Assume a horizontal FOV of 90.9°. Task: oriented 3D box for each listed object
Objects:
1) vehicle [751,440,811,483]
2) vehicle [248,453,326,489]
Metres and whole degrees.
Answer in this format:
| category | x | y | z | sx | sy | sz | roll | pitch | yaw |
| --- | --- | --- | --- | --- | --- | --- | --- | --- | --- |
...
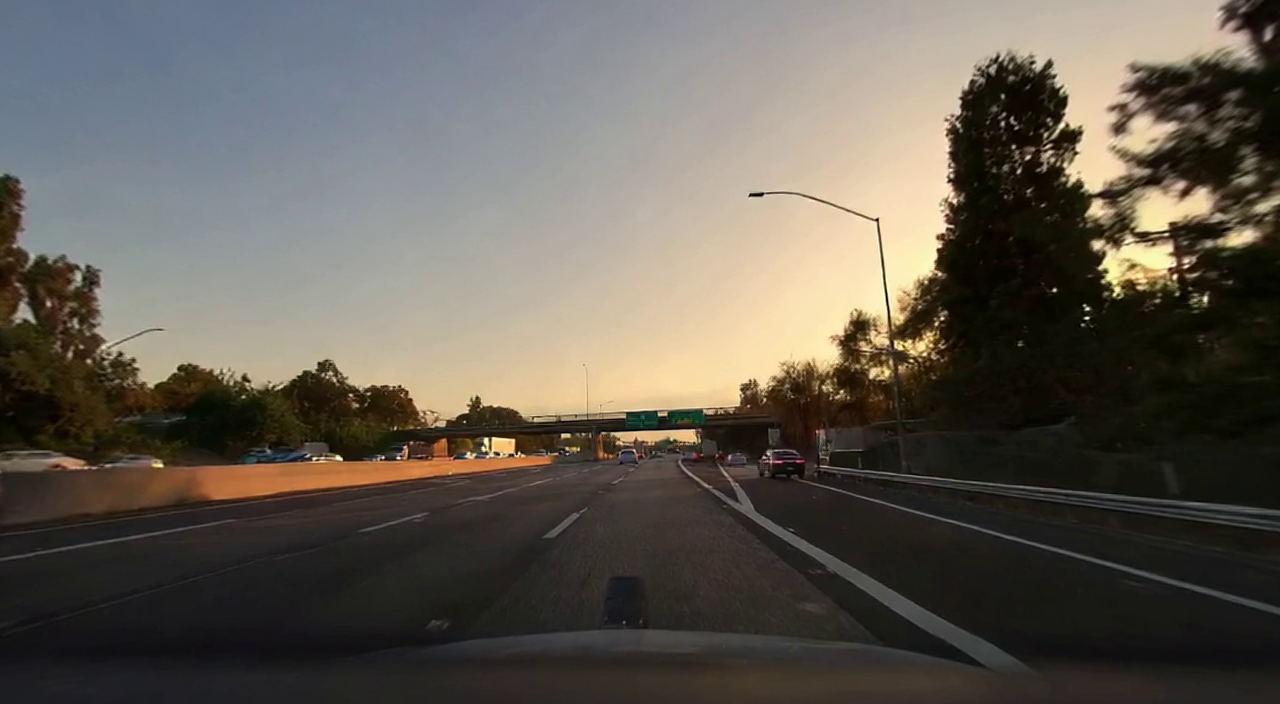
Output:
| category | x | y | z | sx | sy | sz | roll | pitch | yaw |
| --- | --- | --- | --- | --- | --- | --- | --- | --- | --- |
| vehicle | 6.848 | 5.342 | 31.124 | 2.146 | 1.929 | 4.388 | -1 | -8 | 4 |
| vehicle | -23.122 | 7.780 | 41.570 | 2.080 | 2.095 | 4.988 | 0 | -8 | 2 |
